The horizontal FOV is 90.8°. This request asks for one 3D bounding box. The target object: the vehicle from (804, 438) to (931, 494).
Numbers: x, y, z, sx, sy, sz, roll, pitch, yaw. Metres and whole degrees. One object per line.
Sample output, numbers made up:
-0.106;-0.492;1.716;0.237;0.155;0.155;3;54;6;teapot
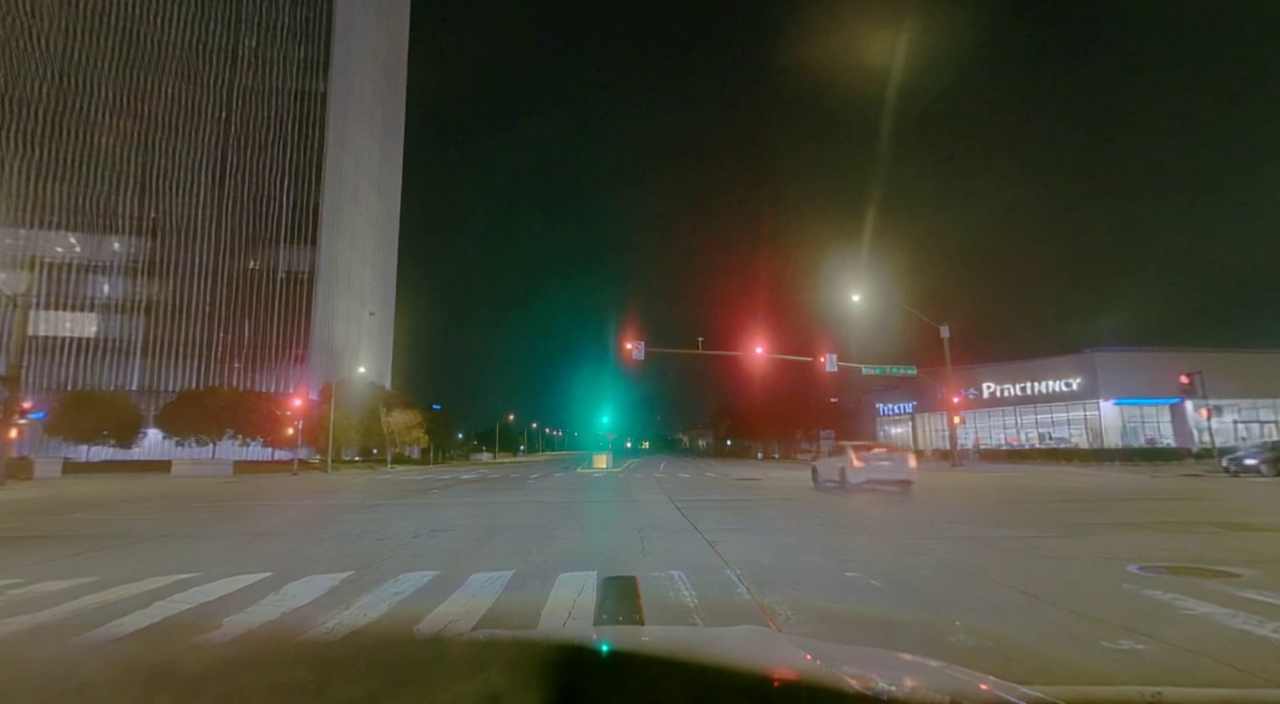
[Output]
6.578;3.339;18.906;1.988;1.466;4.529;0;-8;-2;vehicle
